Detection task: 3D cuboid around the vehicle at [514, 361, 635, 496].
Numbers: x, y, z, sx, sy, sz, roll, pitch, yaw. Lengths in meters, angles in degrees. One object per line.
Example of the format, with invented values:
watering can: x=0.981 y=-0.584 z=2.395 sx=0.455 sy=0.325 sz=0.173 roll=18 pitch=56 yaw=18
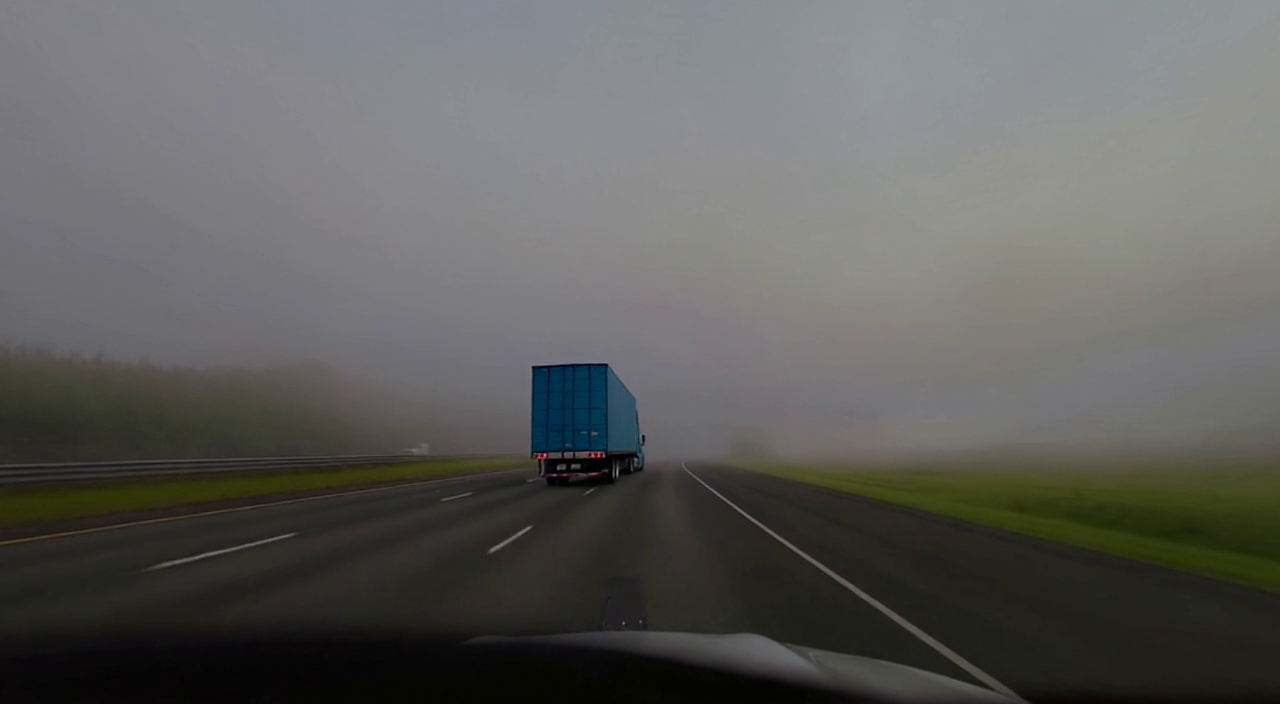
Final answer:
vehicle: x=-2.051 y=3.433 z=26.535 sx=2.851 sy=4.098 sz=14.436 roll=0 pitch=-9 yaw=3
